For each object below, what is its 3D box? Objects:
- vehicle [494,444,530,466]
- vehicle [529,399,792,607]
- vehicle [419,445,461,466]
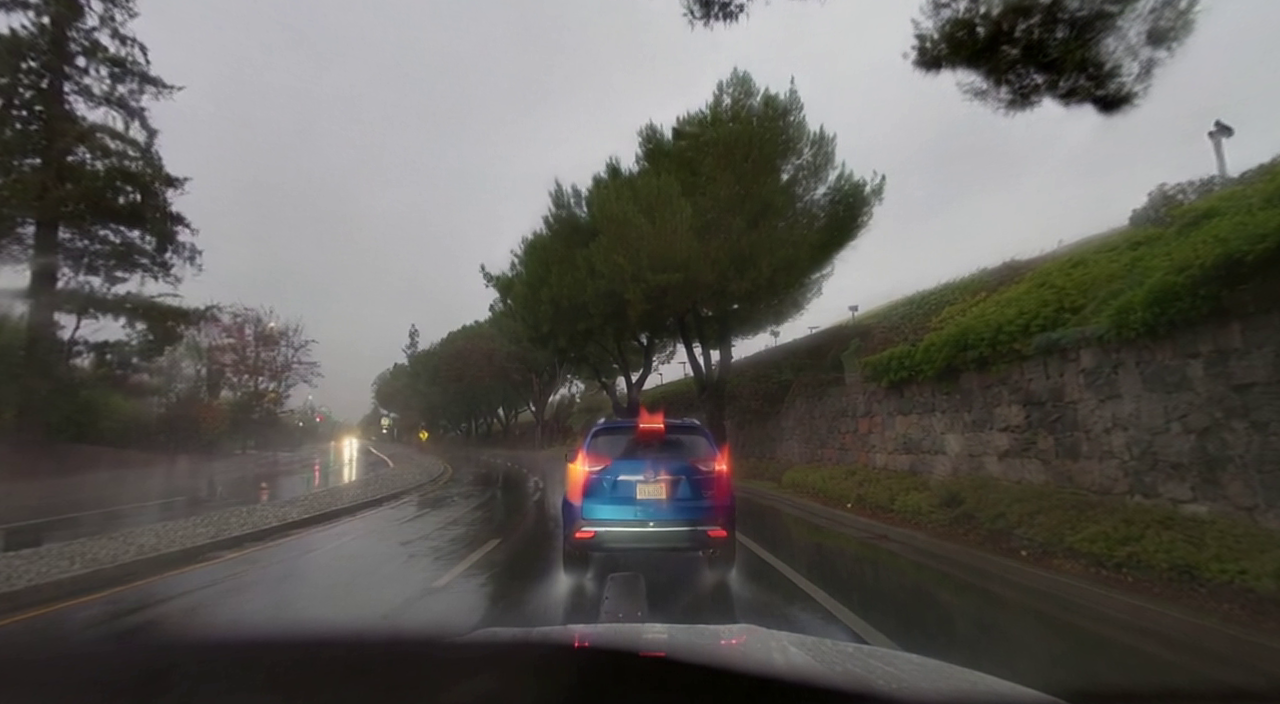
[{"bbox_3d":[-9.505,7.549,46.556,1.837,1.483,4.559,3,-9,-21],"label":"vehicle"},{"bbox_3d":[-0.002,1.610,7.683,2.287,1.762,4.269,1,-8,-5],"label":"vehicle"},{"bbox_3d":[-15.338,7.879,48.228,2.023,1.474,4.286,5,-10,-31],"label":"vehicle"}]
